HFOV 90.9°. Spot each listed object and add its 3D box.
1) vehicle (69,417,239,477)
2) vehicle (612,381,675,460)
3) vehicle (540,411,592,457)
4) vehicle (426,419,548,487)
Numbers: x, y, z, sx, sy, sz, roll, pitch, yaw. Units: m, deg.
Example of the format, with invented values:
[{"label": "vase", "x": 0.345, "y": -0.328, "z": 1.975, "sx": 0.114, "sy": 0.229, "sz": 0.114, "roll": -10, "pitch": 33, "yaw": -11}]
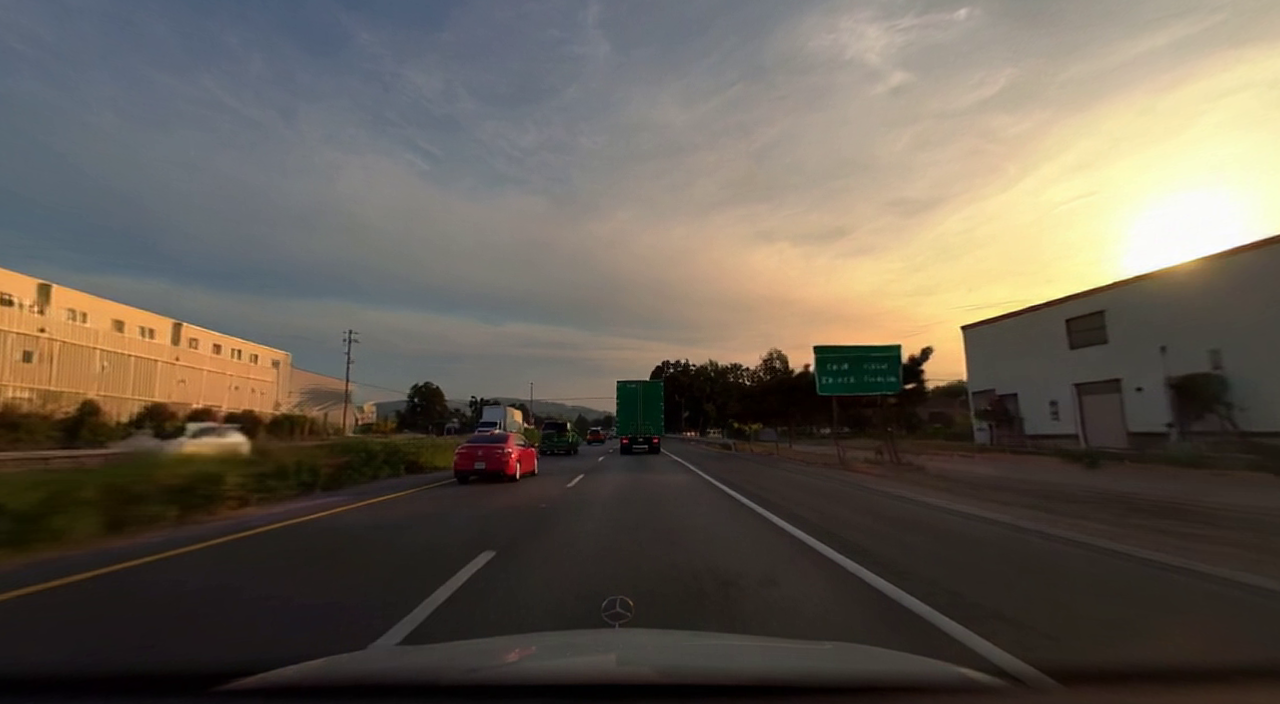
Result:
[{"label": "vehicle", "x": -15.036, "y": 2.957, "z": 19.862, "sx": 2.059, "sy": 1.679, "sz": 4.241, "roll": 1, "pitch": -8, "yaw": -2}, {"label": "vehicle", "x": 0.071, "y": 4.225, "z": 37.753, "sx": 3.259, "sy": 4.066, "sz": 9.891, "roll": 0, "pitch": -8, "yaw": -1}, {"label": "vehicle", "x": -4.620, "y": 5.305, "z": 40.623, "sx": 2.717, "sy": 2.714, "sz": 6.997, "roll": 0, "pitch": -8, "yaw": -1}, {"label": "vehicle", "x": -4.001, "y": 2.741, "z": 17.514, "sx": 2.005, "sy": 1.602, "sz": 5.131, "roll": 0, "pitch": -8, "yaw": 1}]
